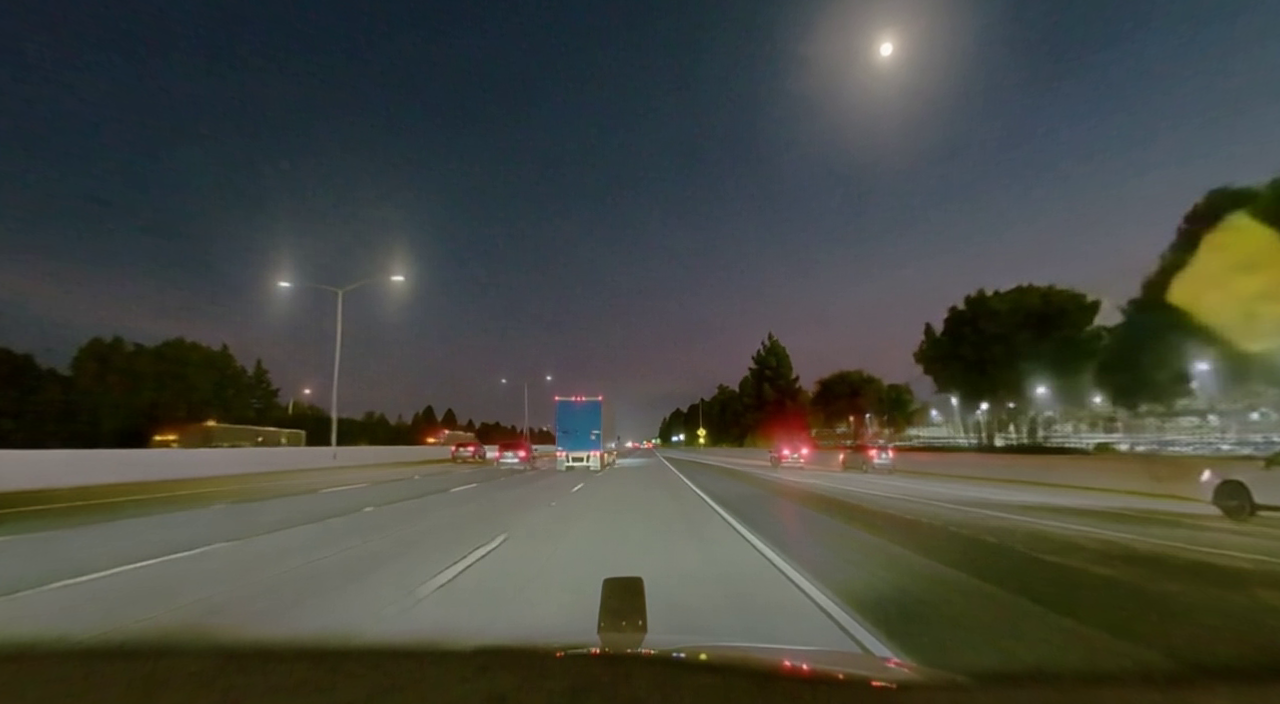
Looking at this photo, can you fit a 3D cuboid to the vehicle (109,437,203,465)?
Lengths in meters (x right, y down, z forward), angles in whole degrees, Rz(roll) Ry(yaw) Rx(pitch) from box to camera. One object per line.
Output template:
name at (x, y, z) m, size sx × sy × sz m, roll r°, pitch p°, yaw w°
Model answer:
vehicle at (-29.205, 6.002, 38.266) m, size 1.966 × 1.558 × 4.687 m, roll 0°, pitch -8°, yaw 1°

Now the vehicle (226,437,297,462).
vehicle at (-25.360, 6.564, 42.493) m, size 1.948 × 1.543 × 4.507 m, roll 0°, pitch -8°, yaw 1°

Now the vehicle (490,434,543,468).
vehicle at (-6.992, 5.641, 36.139) m, size 2.058 × 1.840 × 4.443 m, roll -1°, pitch -8°, yaw 1°

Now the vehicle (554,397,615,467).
vehicle at (-3.431, 5.547, 42.894) m, size 2.905 × 4.037 × 12.921 m, roll 0°, pitch -8°, yaw 0°

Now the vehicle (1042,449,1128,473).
vehicle at (29.107, 7.124, 41.305) m, size 4.154 × 1.498 × 1.891 m, roll 0°, pitch -8°, yaw -2°

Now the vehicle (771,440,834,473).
vehicle at (9.025, 5.831, 35.366) m, size 2.083 × 1.706 × 4.129 m, roll 0°, pitch -8°, yaw -5°

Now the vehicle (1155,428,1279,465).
vehicle at (28.313, 4.629, 30.822) m, size 4.586 × 1.710 × 1.944 m, roll 0°, pitch -8°, yaw -2°
